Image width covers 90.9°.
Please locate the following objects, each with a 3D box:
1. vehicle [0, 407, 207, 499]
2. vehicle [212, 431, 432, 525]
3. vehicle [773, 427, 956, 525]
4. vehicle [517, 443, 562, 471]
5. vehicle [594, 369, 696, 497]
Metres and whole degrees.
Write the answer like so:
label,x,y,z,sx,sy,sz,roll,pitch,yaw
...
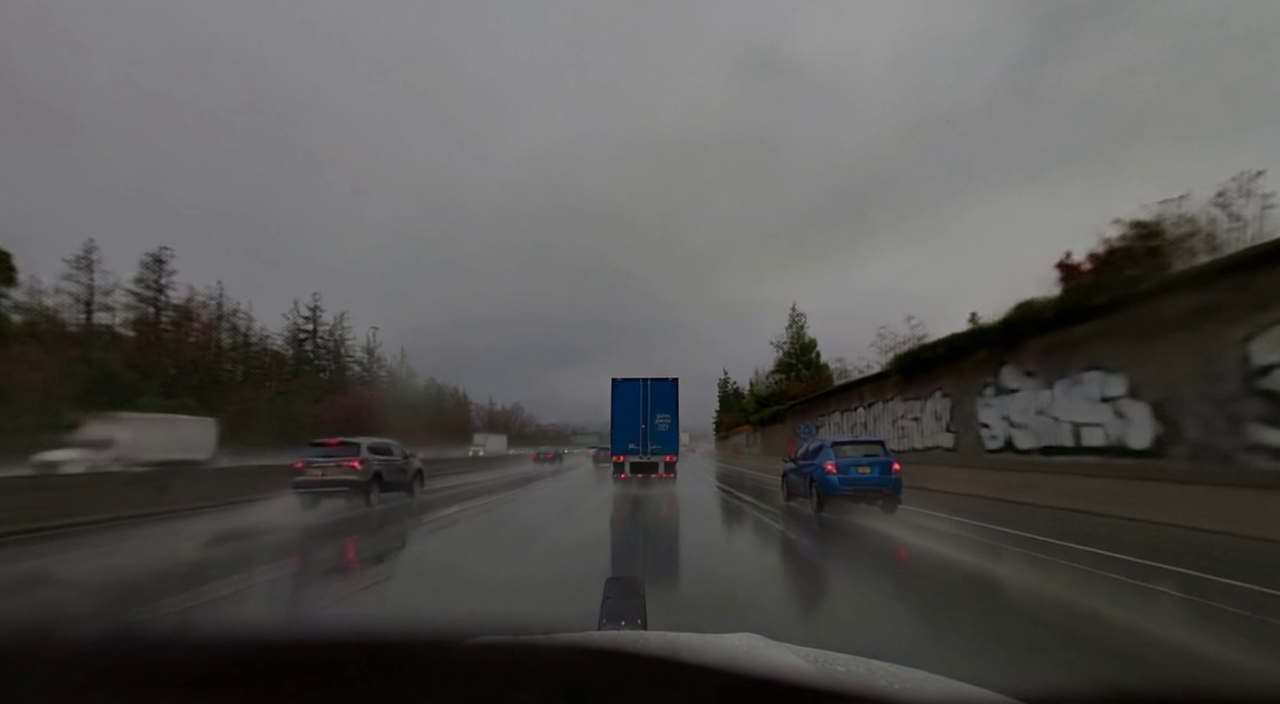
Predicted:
label,x,y,z,sx,sy,sz,roll,pitch,yaw
vehicle,-17.870,3.401,21.291,2.179,2.650,5.861,0,-9,1
vehicle,-6.498,2.631,13.723,2.134,1.662,4.851,0,-9,2
vehicle,4.375,2.505,13.224,2.205,1.689,4.403,0,-9,0
vehicle,-6.198,6.555,39.426,2.005,1.607,4.042,-1,-9,2
vehicle,0.154,3.083,23.133,2.915,3.661,9.741,0,-9,0
